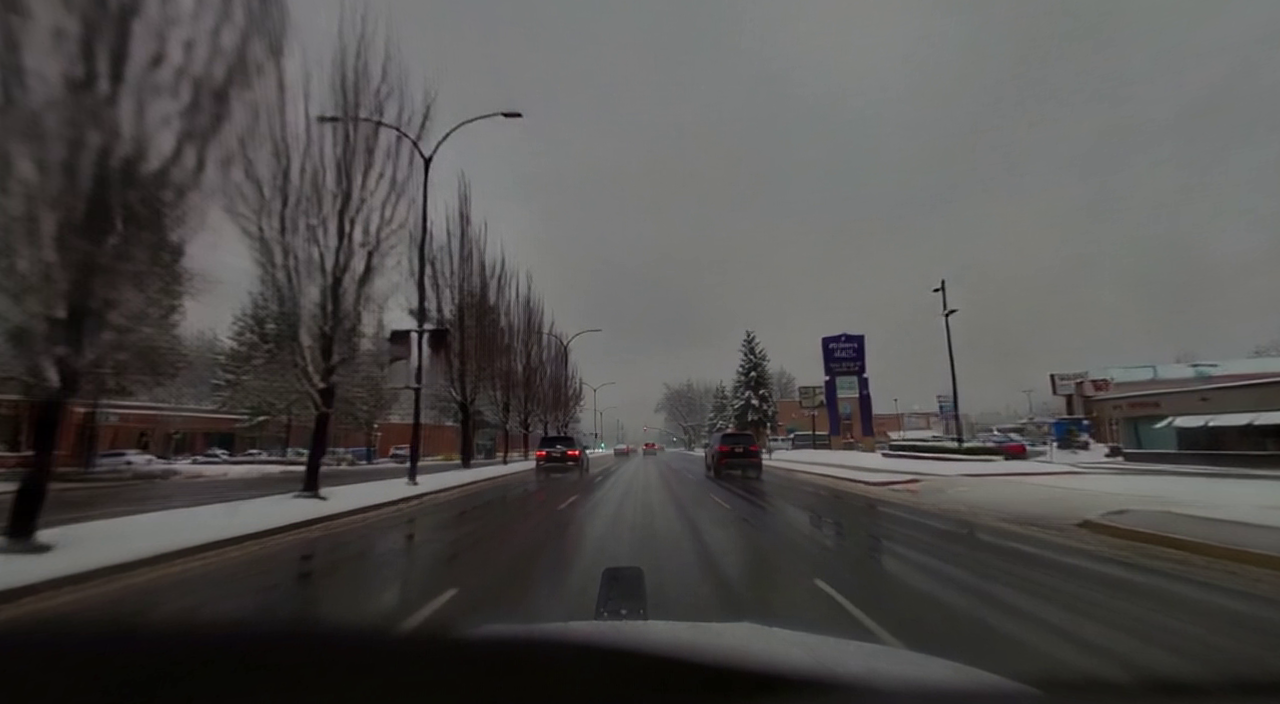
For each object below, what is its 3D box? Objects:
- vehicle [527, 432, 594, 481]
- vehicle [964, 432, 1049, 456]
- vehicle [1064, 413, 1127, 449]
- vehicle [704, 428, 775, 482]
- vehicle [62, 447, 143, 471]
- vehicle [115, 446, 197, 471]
[{"bbox_3d":[-3.043,4.128,25.006,2.014,1.775,4.404,0,-9,1],"label":"vehicle"},{"bbox_3d":[27.081,6.825,46.508,4.699,1.608,2.379,-1,-10,-1],"label":"vehicle"},{"bbox_3d":[33.626,5.864,46.388,2.852,2.462,2.062,-1,-9,0],"label":"vehicle"},{"bbox_3d":[3.824,4.048,24.877,2.024,1.921,4.431,0,-9,-1],"label":"vehicle"},{"bbox_3d":[-40.338,7.986,47.253,2.021,1.699,4.499,0,-8,2],"label":"vehicle"},{"bbox_3d":[-36.451,8.012,47.463,2.102,1.730,5.018,0,-8,1],"label":"vehicle"}]
